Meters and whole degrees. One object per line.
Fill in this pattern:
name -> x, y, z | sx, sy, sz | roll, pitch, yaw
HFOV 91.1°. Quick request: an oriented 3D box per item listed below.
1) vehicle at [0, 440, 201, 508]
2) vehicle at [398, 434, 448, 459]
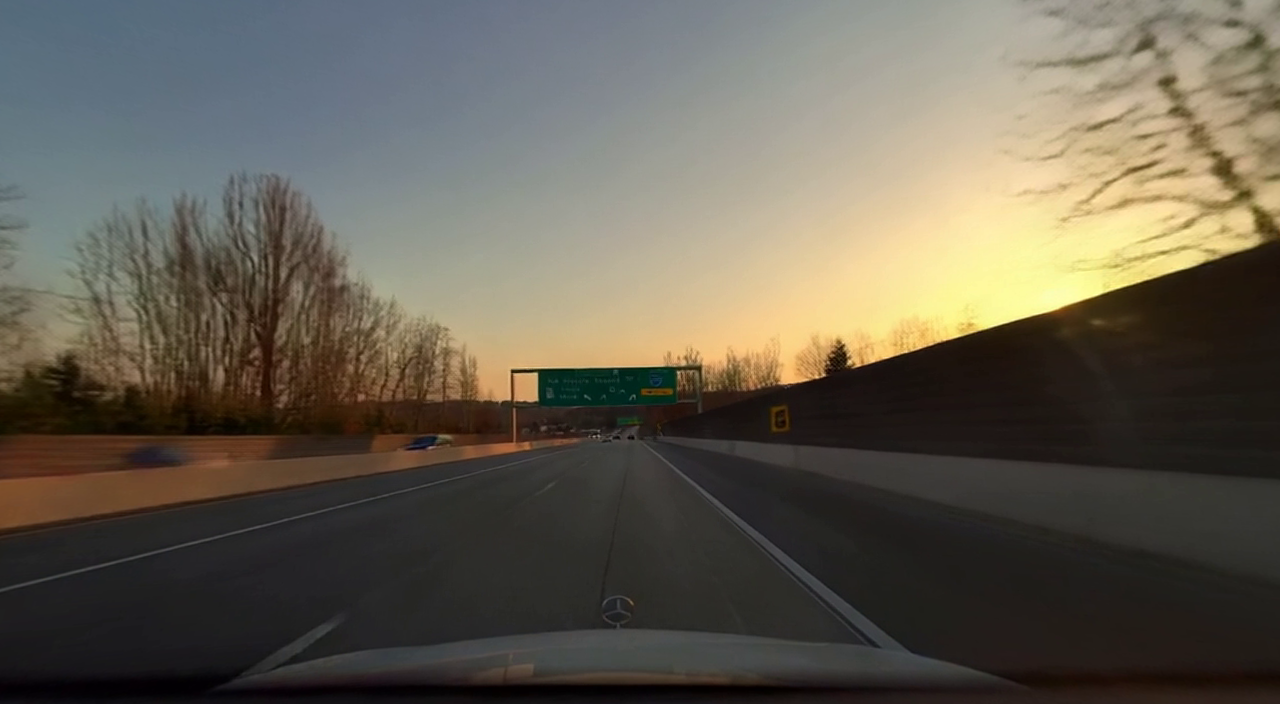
vehicle -> -14.483, 3.185, 17.028 | 1.884, 1.540, 4.588 | 0, -8, 0
vehicle -> -14.917, 6.487, 43.448 | 1.888, 1.649, 4.339 | 0, -8, 0
